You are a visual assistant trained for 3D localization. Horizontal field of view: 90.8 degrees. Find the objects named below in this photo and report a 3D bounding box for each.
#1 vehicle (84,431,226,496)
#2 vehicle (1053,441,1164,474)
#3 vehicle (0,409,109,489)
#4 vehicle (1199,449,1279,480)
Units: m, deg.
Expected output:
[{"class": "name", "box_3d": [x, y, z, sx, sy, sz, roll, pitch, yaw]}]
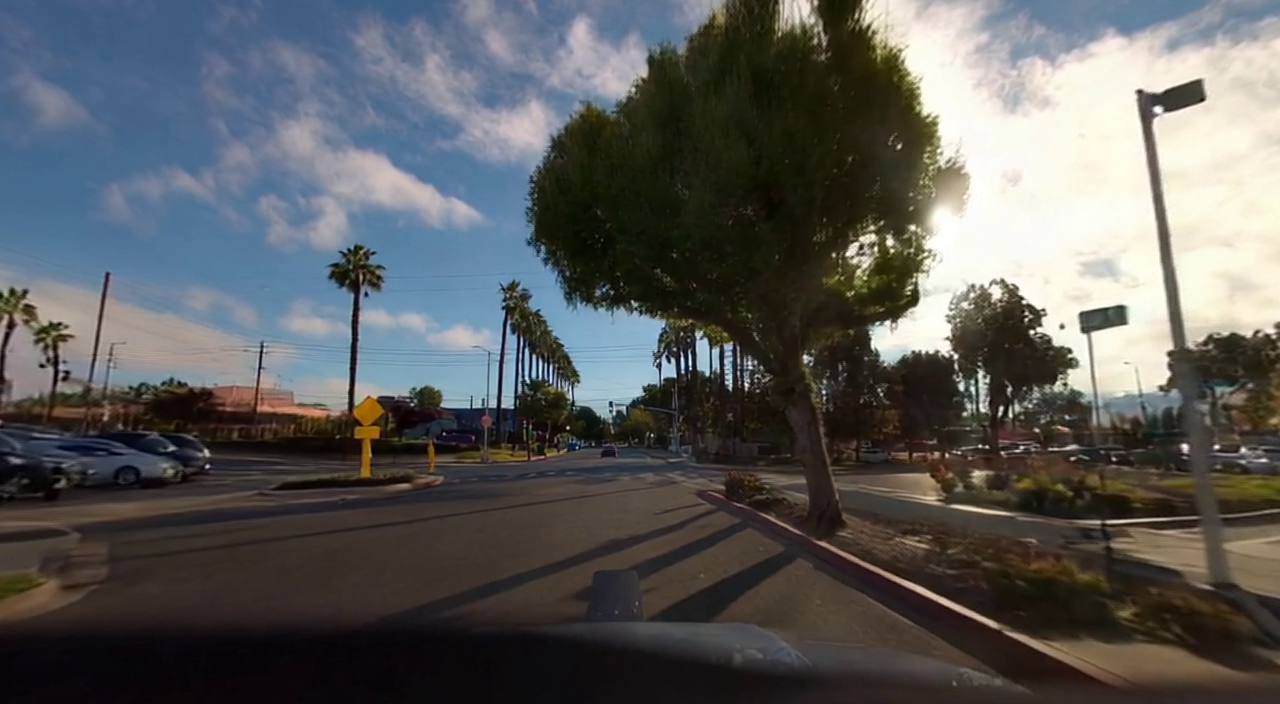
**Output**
[{"class": "vehicle", "box_3d": [-12.806, 2.943, 17.042, 1.860, 1.485, 4.641, 4, -10, -23]}, {"class": "vehicle", "box_3d": [27.437, 6.190, 37.109, 4.839, 1.845, 2.037, 0, -9, -2]}, {"class": "vehicle", "box_3d": [-15.846, 2.510, 16.598, 2.002, 1.809, 4.772, 4, -9, -30]}, {"class": "vehicle", "box_3d": [36.587, 6.723, 37.919, 4.241, 1.743, 2.016, 1, -9, -5]}]
